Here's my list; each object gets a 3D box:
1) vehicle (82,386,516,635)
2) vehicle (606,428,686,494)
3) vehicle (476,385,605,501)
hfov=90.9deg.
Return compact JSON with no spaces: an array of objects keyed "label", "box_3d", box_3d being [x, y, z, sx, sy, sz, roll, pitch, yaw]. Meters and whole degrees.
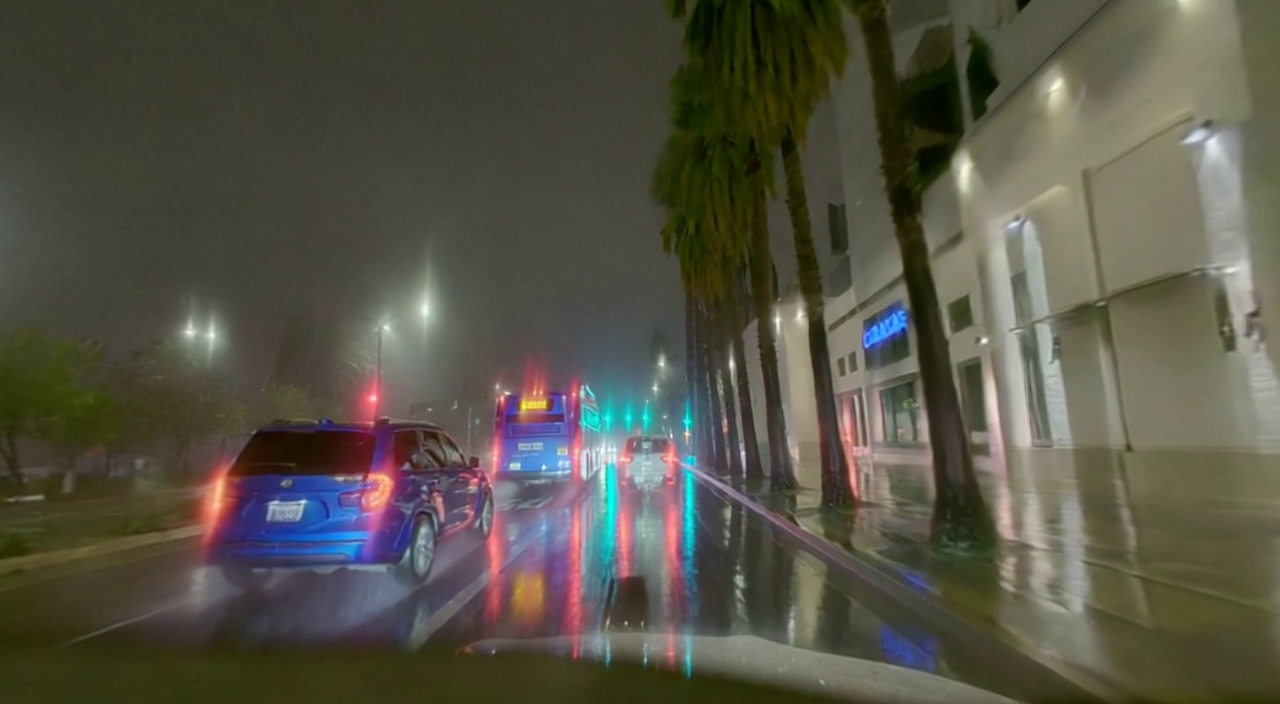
[{"label":"vehicle","box_3d":[-2.948,1.478,6.959,2.124,1.799,4.587,0,-8,1]},{"label":"vehicle","box_3d":[0.188,3.159,18.671,2.120,1.727,3.917,0,-8,1]},{"label":"vehicle","box_3d":[-2.871,2.995,20.919,2.775,3.064,8.297,0,-8,1]}]
